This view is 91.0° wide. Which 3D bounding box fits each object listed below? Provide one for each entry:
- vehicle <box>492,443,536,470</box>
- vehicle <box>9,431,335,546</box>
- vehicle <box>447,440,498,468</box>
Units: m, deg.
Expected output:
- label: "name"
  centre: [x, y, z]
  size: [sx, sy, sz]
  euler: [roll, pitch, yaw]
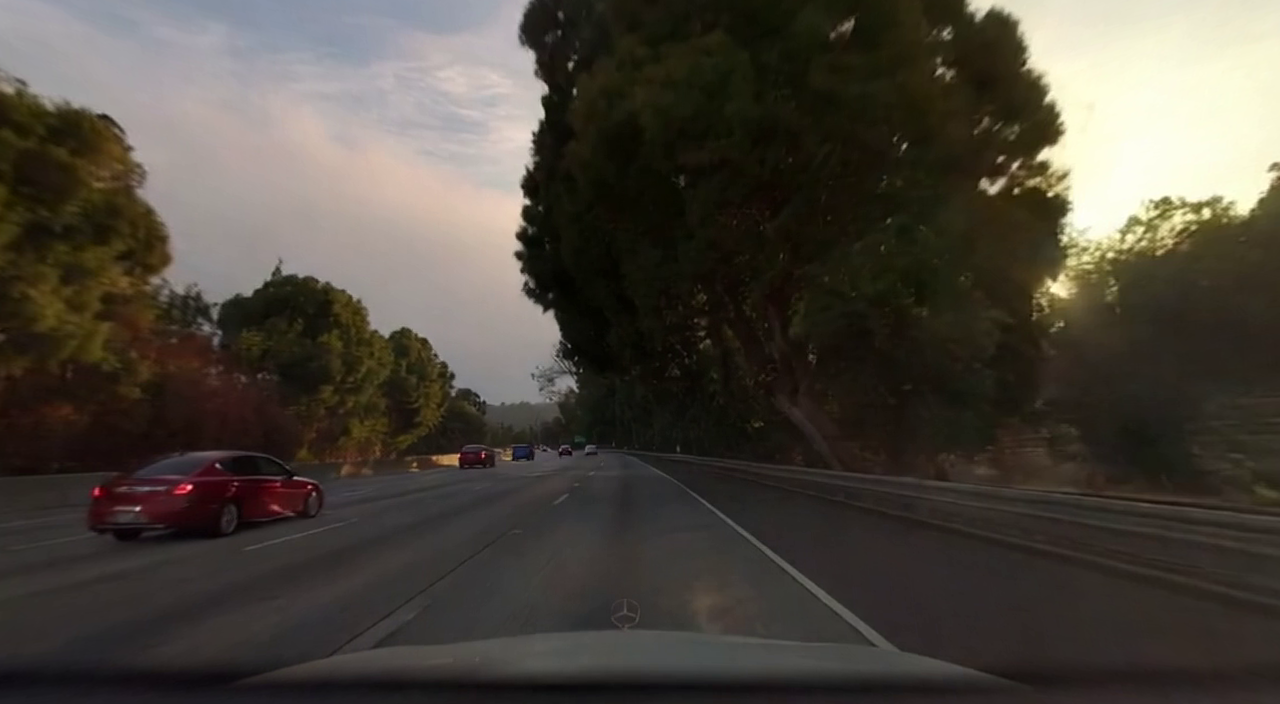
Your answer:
- label: "vehicle"
  centre: [-8.060, 6.711, 40.593]
  size: [2.060, 1.680, 4.255]
  euler: [0, -9, -2]
- label: "vehicle"
  centre: [-7.740, 2.285, 11.287]
  size: [2.133, 1.586, 4.869]
  euler: [0, -9, -1]
- label: "vehicle"
  centre: [-12.406, 7.591, 47.121]
  size: [2.425, 1.926, 5.584]
  euler: [0, -9, -2]
